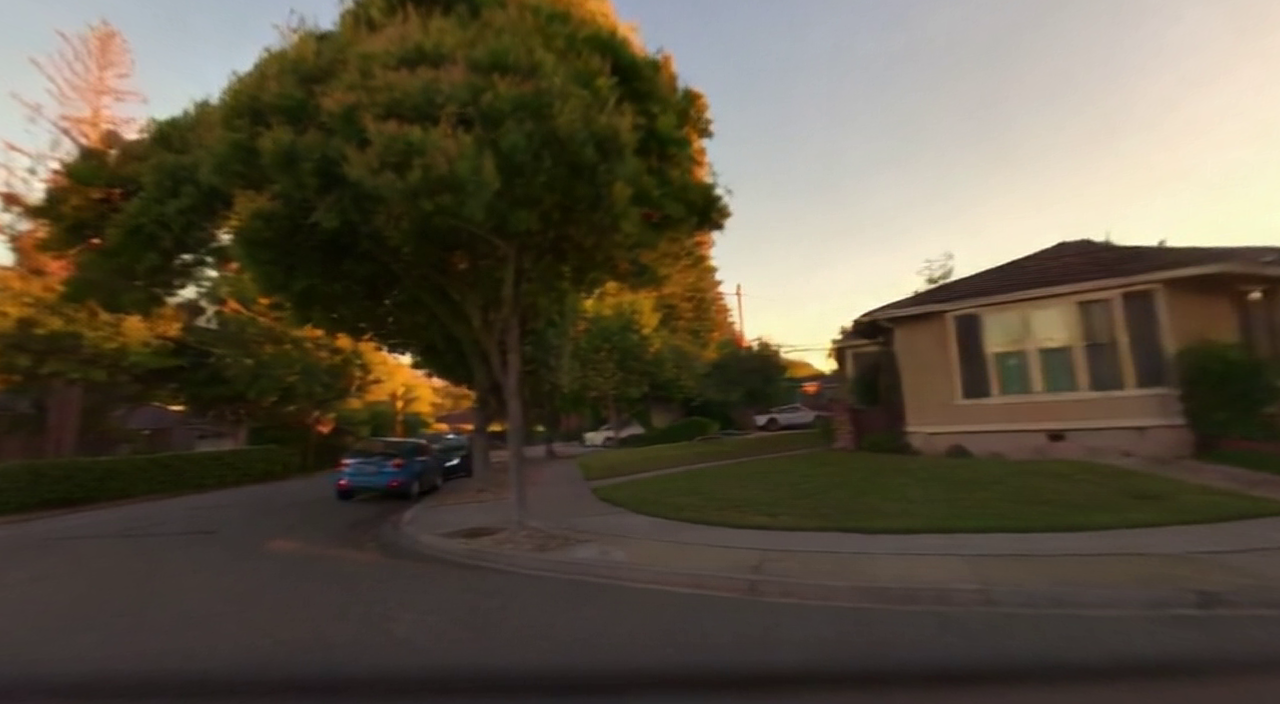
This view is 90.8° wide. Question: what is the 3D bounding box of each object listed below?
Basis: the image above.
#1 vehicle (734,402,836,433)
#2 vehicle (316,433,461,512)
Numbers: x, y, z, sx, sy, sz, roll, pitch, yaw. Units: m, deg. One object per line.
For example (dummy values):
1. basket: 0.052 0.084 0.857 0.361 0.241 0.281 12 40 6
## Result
1. vehicle: 7.617 3.473 33.497 4.799 1.469 2.010 0 -8 -5
2. vehicle: -5.630 2.713 14.862 1.969 1.493 4.681 0 -8 -7
